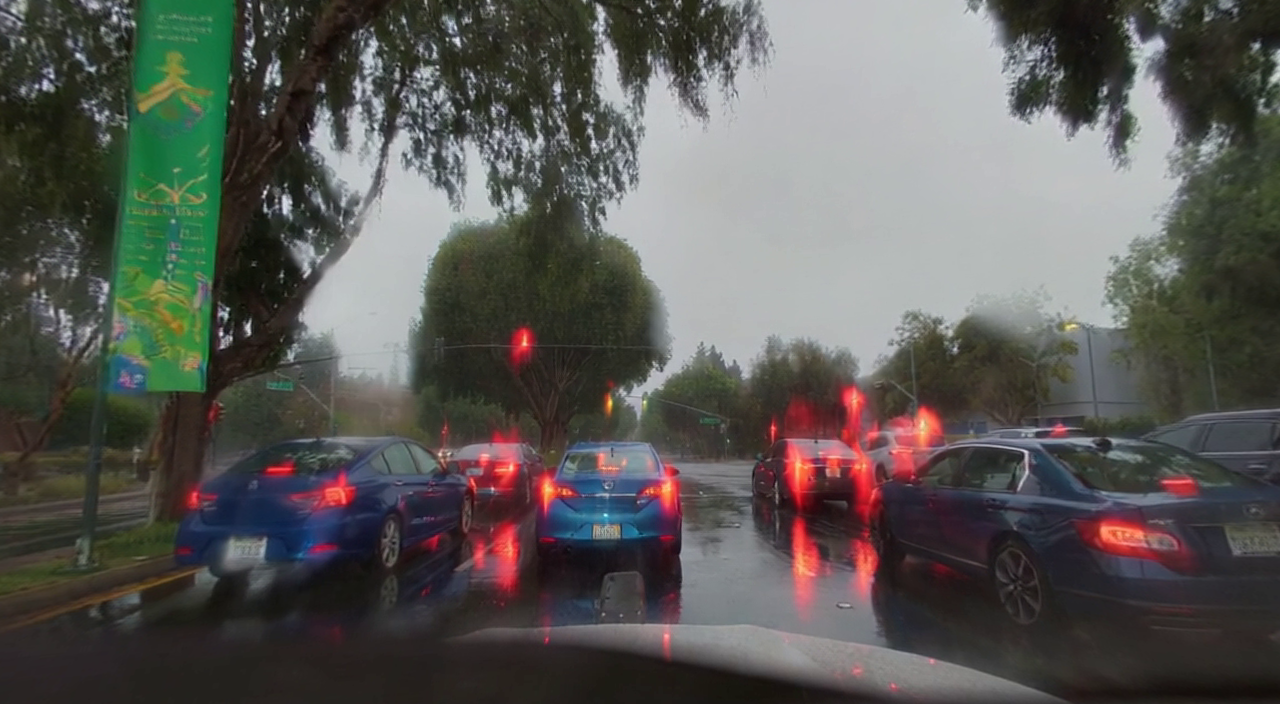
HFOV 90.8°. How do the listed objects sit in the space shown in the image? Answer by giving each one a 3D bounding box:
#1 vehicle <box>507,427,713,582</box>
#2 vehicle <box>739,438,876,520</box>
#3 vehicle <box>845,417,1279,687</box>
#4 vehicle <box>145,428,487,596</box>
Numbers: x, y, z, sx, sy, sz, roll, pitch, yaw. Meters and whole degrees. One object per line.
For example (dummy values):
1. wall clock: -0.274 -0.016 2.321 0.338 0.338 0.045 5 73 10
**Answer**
1. vehicle: -0.321 1.756 8.006 1.994 1.479 3.647 0 -9 -1
2. vehicle: 3.397 2.635 13.642 1.852 1.498 3.825 0 -9 -1
3. vehicle: 3.609 1.437 5.774 1.953 1.471 4.470 0 -9 0
4. vehicle: -3.359 1.722 7.675 1.929 1.457 4.136 0 -9 0
